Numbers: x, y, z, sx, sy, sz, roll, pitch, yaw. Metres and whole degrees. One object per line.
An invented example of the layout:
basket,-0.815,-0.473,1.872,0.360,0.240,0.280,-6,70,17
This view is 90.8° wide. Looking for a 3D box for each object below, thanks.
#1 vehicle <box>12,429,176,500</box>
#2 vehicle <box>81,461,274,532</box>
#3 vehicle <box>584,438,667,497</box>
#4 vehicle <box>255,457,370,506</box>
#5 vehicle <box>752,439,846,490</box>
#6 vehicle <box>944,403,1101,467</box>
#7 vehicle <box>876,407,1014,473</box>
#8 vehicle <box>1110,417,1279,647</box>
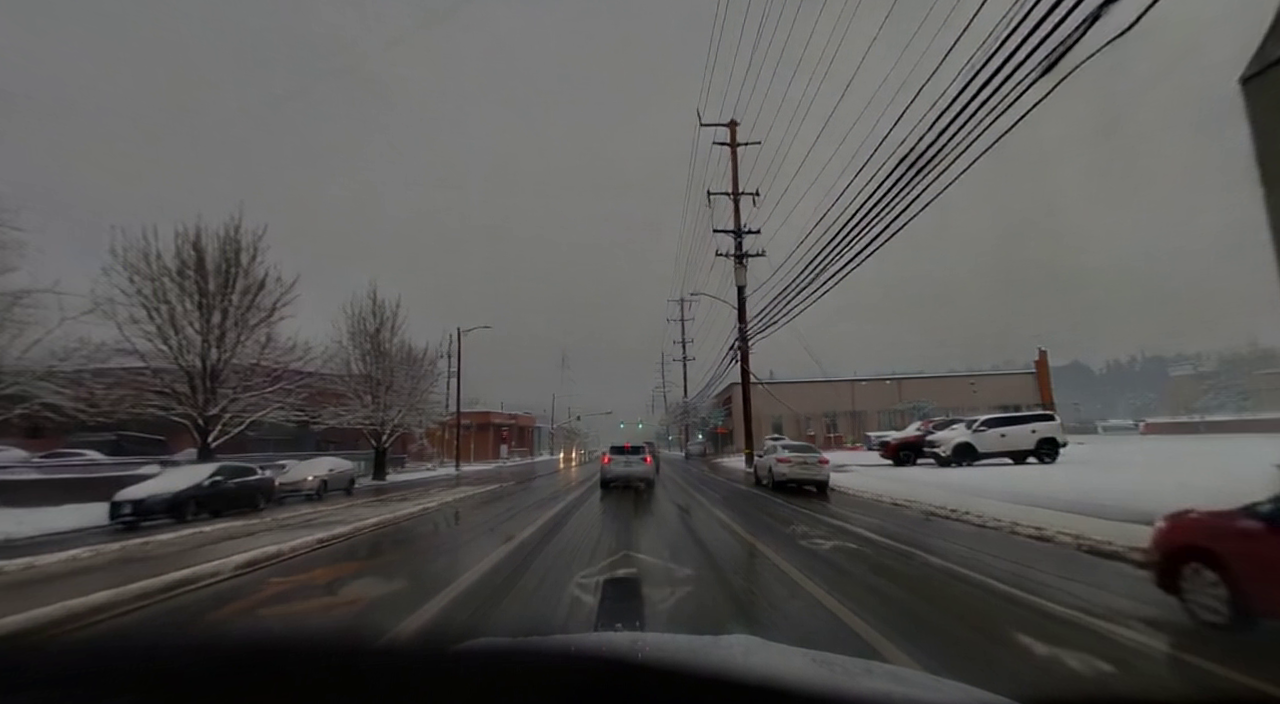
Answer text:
vehicle,-29.639,6.111,34.839,2.665,3.441,7.025,-1,-9,0
vehicle,-11.706,3.630,16.458,1.828,1.457,4.371,0,-8,-2
vehicle,-0.391,3.265,18.280,2.116,1.479,3.980,0,-8,-1
vehicle,-11.525,4.545,22.617,1.817,1.480,4.282,0,-8,0
vehicle,5.207,3.735,21.352,1.937,1.523,4.541,0,-8,-1
vehicle,14.193,3.174,24.004,2.418,2.139,5.365,0,-8,-2
vehicle,11.205,3.323,23.890,2.329,2.145,5.841,0,-8,1
vehicle,5.100,1.004,3.076,1.987,1.459,4.677,0,-8,0
